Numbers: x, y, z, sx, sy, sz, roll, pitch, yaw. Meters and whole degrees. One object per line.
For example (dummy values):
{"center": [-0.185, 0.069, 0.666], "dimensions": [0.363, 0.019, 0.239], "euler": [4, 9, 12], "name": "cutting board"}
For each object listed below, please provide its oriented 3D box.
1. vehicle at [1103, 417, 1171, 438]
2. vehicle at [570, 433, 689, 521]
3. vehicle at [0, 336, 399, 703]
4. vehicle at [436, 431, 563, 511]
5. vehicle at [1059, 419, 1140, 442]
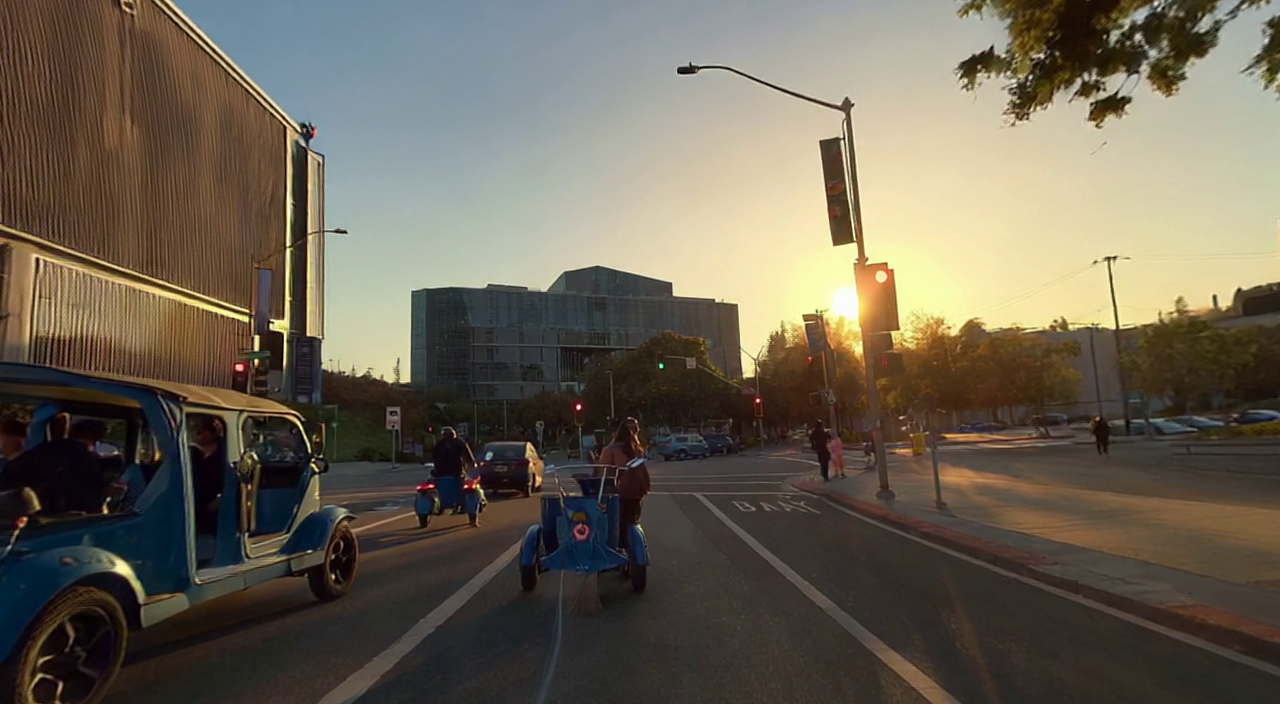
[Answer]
{"center": [36.782, 5.605, 46.545], "dimensions": [1.625, 1.449, 3.557], "euler": [6, -11, -38], "name": "vehicle"}
{"center": [-0.134, 2.427, 12.740], "dimensions": [2.025, 1.458, 4.085], "euler": [0, -8, 1], "name": "vehicle"}
{"center": [-3.609, 1.130, 4.452], "dimensions": [2.000, 1.809, 4.405], "euler": [0, -8, 1], "name": "vehicle"}
{"center": [-3.152, 2.767, 15.060], "dimensions": [1.935, 1.615, 4.073], "euler": [-1, -8, 3], "name": "vehicle"}
{"center": [30.727, 5.279, 42.083], "dimensions": [1.751, 1.420, 4.027], "euler": [8, -12, -43], "name": "vehicle"}
